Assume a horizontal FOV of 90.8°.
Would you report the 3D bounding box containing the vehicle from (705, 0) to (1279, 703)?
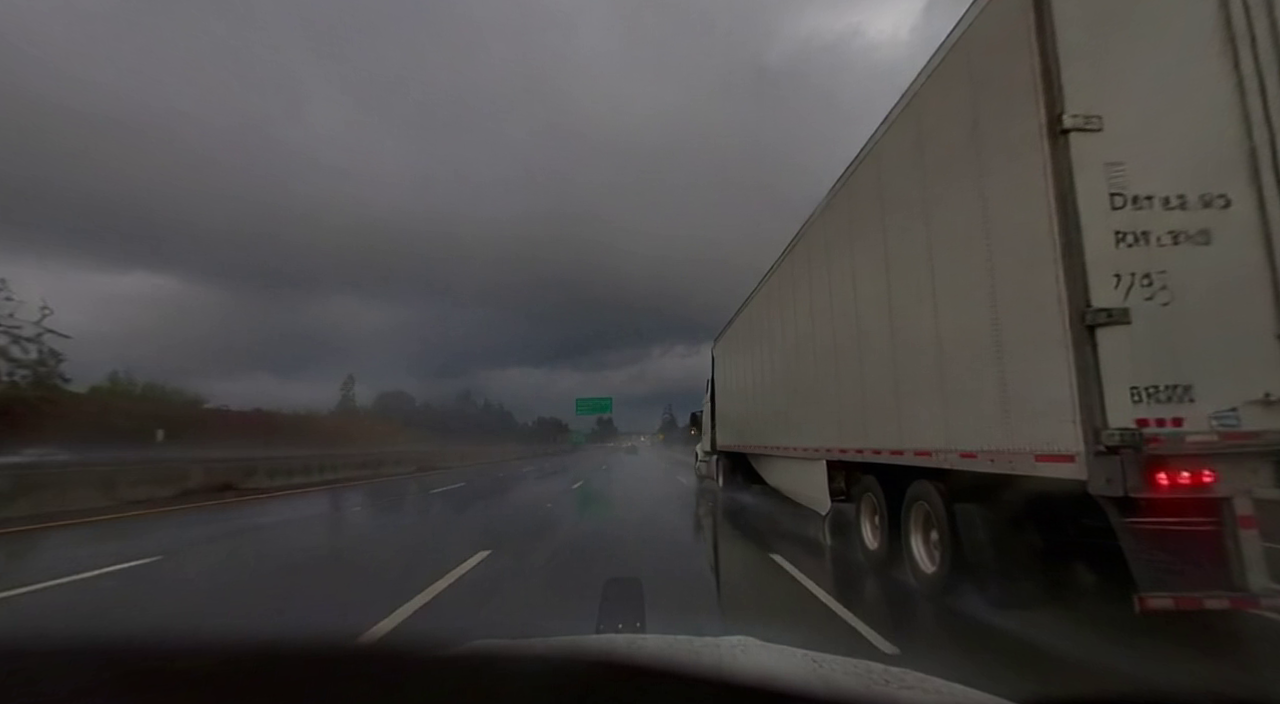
[{"bbox_3d":[3.541,0.910,11.420,2.743,4.160,16.408,0,-9,-1],"label":"vehicle"}]
